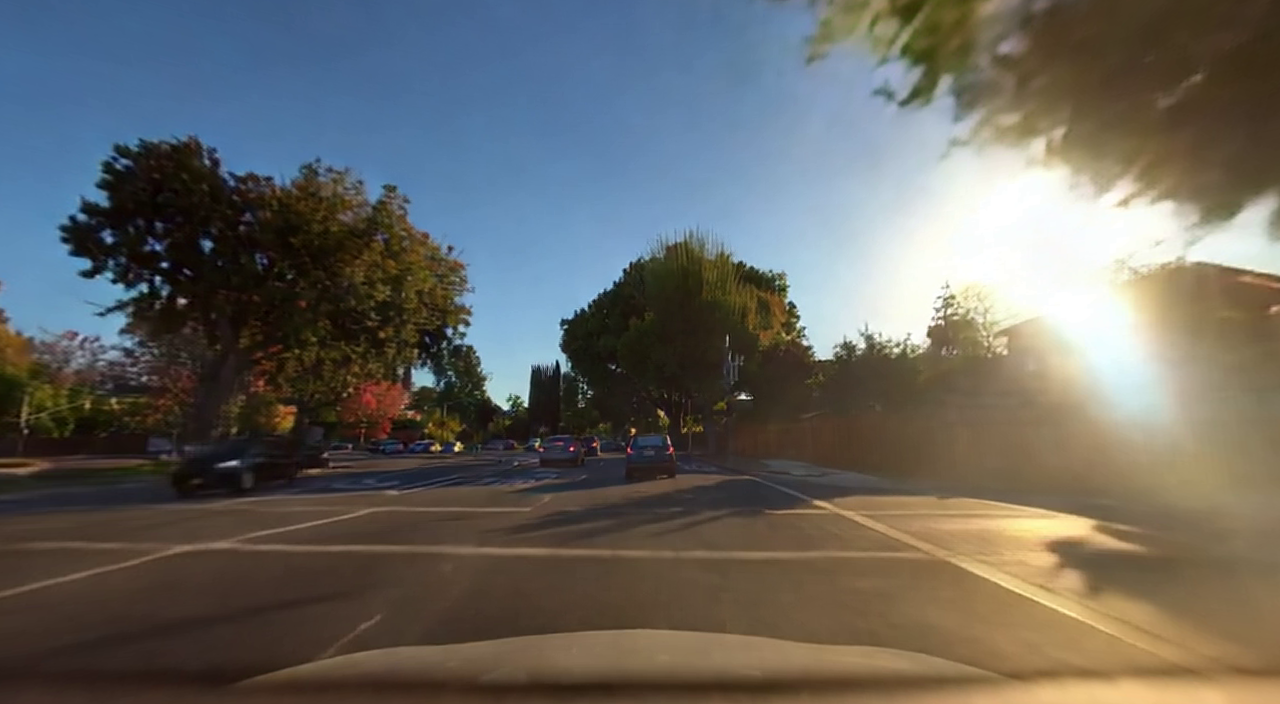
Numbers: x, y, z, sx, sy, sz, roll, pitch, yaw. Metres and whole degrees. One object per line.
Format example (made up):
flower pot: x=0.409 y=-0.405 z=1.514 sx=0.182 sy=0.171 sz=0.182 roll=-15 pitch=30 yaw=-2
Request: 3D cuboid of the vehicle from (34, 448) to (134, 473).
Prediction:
vehicle: x=-39.023 y=7.615 z=44.227 sx=4.724 sy=1.597 sz=2.191 roll=4 pitch=-8 yaw=-26

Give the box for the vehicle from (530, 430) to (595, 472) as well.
vehicle: x=-3.336 y=4.321 z=27.936 sx=2.067 sy=1.546 sz=4.988 roll=2 pitch=-6 yaw=2

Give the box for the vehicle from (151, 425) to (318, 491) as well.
vehicle: x=-11.528 y=3.011 z=18.299 sx=2.103 sy=1.679 sz=4.199 roll=0 pitch=-7 yaw=-1

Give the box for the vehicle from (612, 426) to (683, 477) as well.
vehicle: x=0.249 y=3.526 z=22.566 sx=2.290 sy=1.653 sz=4.127 roll=0 pitch=-8 yaw=0
